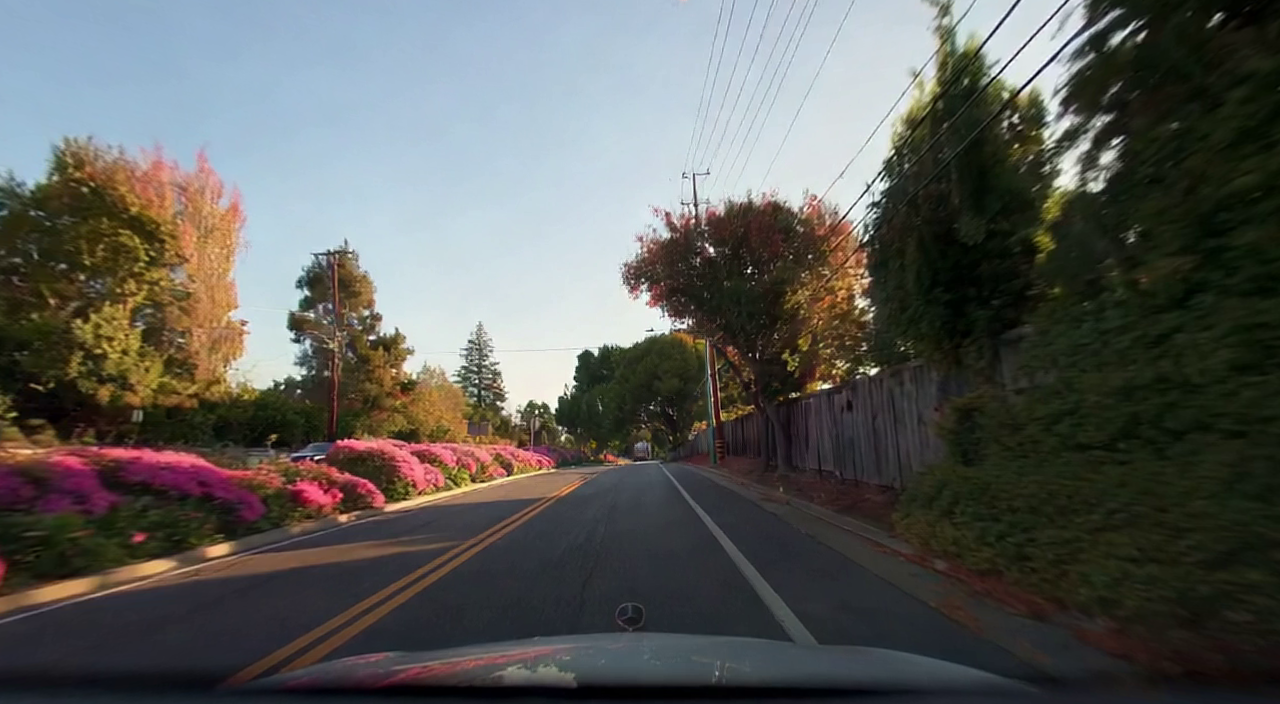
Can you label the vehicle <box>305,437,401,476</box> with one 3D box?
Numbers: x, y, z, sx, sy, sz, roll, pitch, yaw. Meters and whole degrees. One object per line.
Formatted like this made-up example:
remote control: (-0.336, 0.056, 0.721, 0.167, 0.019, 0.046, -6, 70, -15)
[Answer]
vehicle: (-15.000, 5.502, 33.424, 2.266, 1.851, 5.789, 0, -8, 1)
